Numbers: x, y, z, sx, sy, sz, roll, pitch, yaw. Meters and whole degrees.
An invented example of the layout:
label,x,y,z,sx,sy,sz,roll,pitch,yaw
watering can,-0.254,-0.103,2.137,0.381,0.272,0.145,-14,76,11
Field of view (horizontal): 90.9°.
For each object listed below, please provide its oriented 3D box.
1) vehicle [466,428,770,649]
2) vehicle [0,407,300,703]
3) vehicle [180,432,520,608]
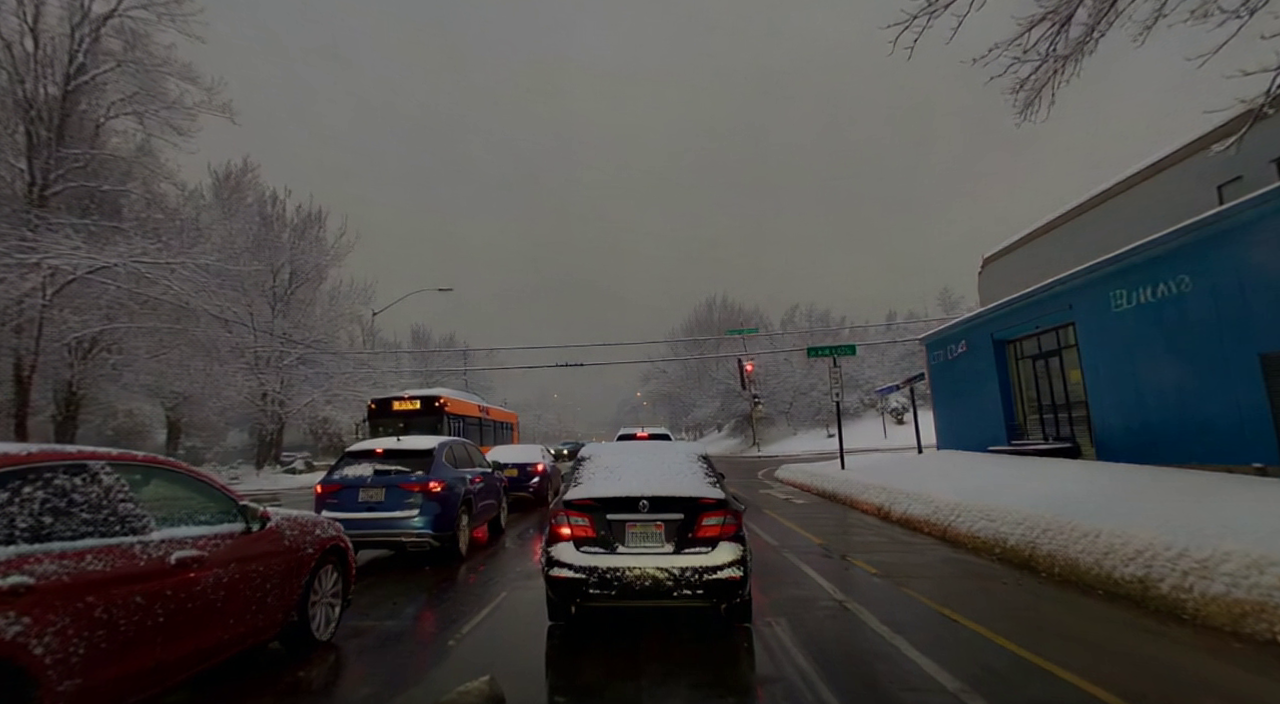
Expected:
label,x,y,z,sx,sy,sz,roll,pitch,yaw
vehicle,-0.135,1.530,6.169,2.031,1.461,3.763,0,-8,0
vehicle,-3.171,0.876,1.730,1.867,1.486,4.452,0,-8,2
vehicle,-2.908,1.756,7.635,1.944,1.481,4.385,0,-8,1
